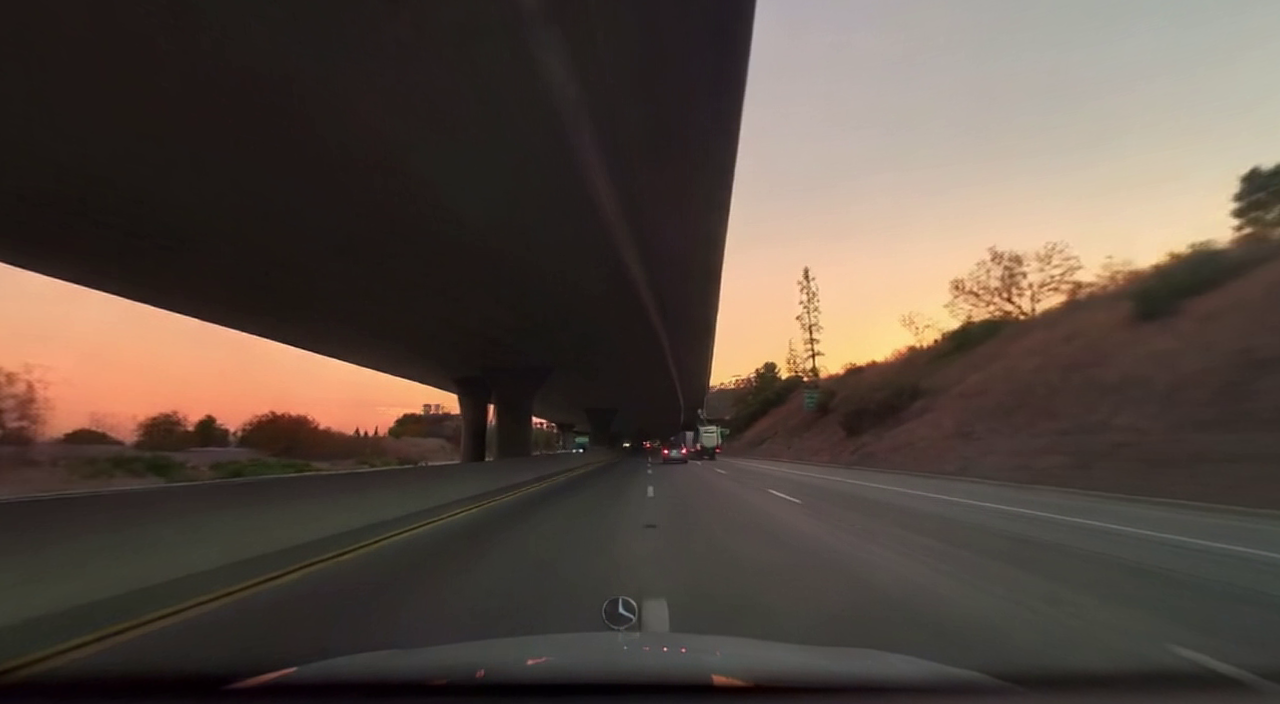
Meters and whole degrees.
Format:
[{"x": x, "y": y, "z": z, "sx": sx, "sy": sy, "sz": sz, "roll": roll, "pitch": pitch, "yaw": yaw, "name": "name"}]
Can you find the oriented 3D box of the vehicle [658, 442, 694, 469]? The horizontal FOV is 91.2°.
[{"x": 2.247, "y": 6.542, "z": 39.763, "sx": 1.970, "sy": 1.560, "sz": 4.182, "roll": 0, "pitch": -9, "yaw": -1, "name": "vehicle"}]
